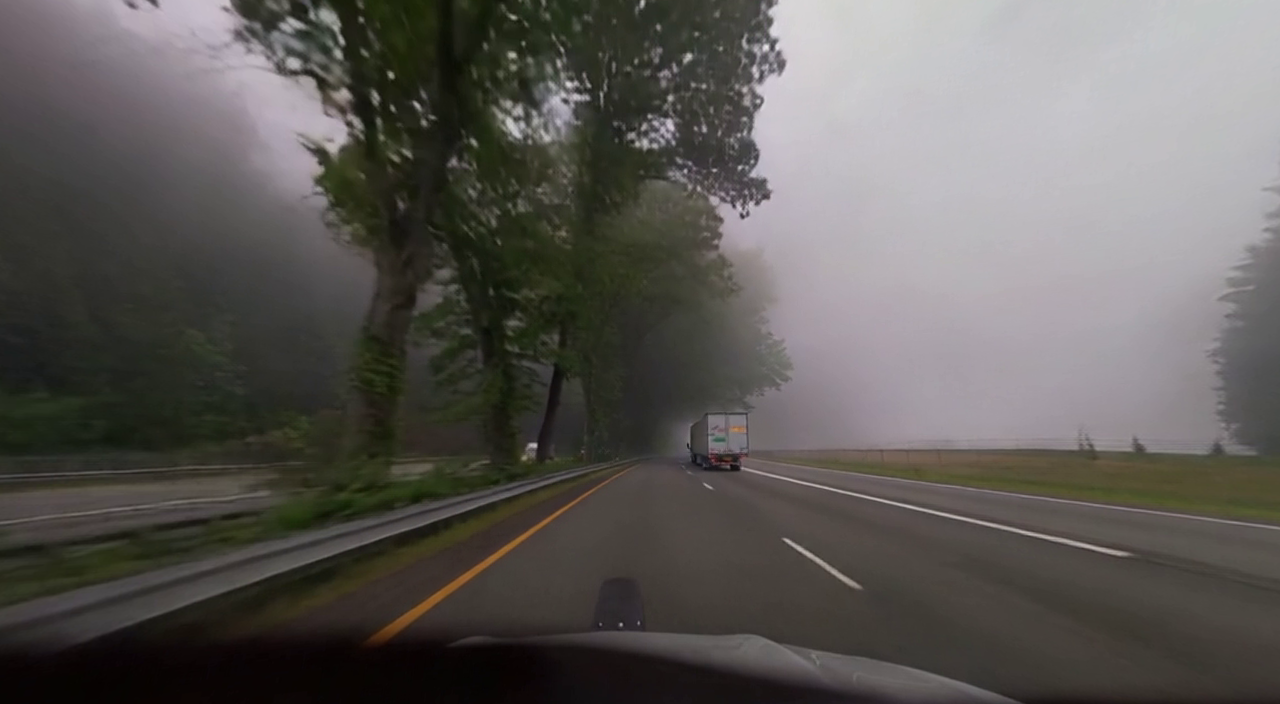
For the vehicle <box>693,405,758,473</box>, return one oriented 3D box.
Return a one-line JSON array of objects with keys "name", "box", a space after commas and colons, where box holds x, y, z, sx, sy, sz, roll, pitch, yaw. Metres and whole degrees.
[{"name": "vehicle", "box": [5.663, 6.264, 44.400, 2.859, 3.984, 14.045, 0, -9, 1]}]
